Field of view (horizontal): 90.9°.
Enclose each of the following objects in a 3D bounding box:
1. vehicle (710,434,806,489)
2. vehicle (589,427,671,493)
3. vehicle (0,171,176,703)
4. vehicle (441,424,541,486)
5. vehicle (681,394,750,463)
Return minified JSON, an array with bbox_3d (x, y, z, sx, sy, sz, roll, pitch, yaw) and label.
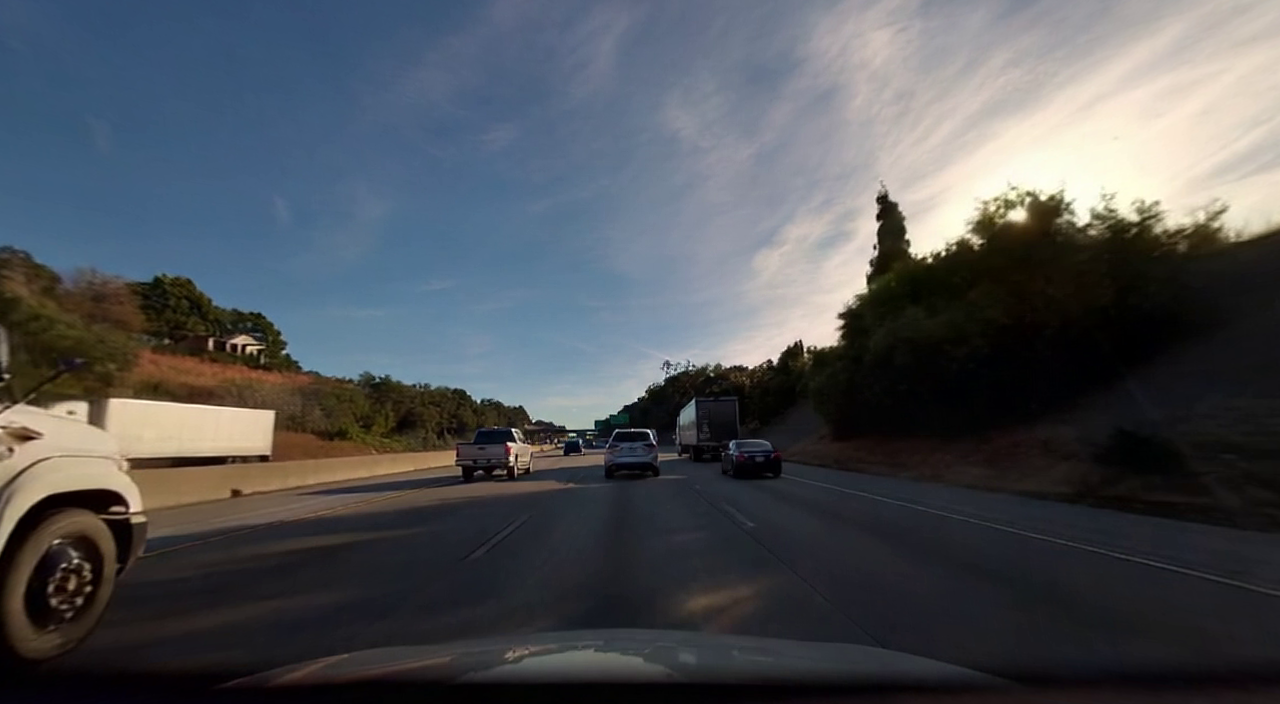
[{"bbox_3d":[3.409,3.233,19.014,1.951,1.477,3.963,0,-8,-3],"label":"vehicle"},{"bbox_3d":[-0.317,3.006,17.979,2.083,1.647,3.799,0,-8,-2],"label":"vehicle"},{"bbox_3d":[-4.143,0.159,0.662,2.576,2.517,6.208,0,-8,-1],"label":"vehicle"},{"bbox_3d":[-4.677,3.274,20.527,2.101,1.767,4.702,0,-8,0],"label":"vehicle"},{"bbox_3d":[5.005,5.562,45.005,2.888,4.135,14.071,0,-8,-1],"label":"vehicle"}]
